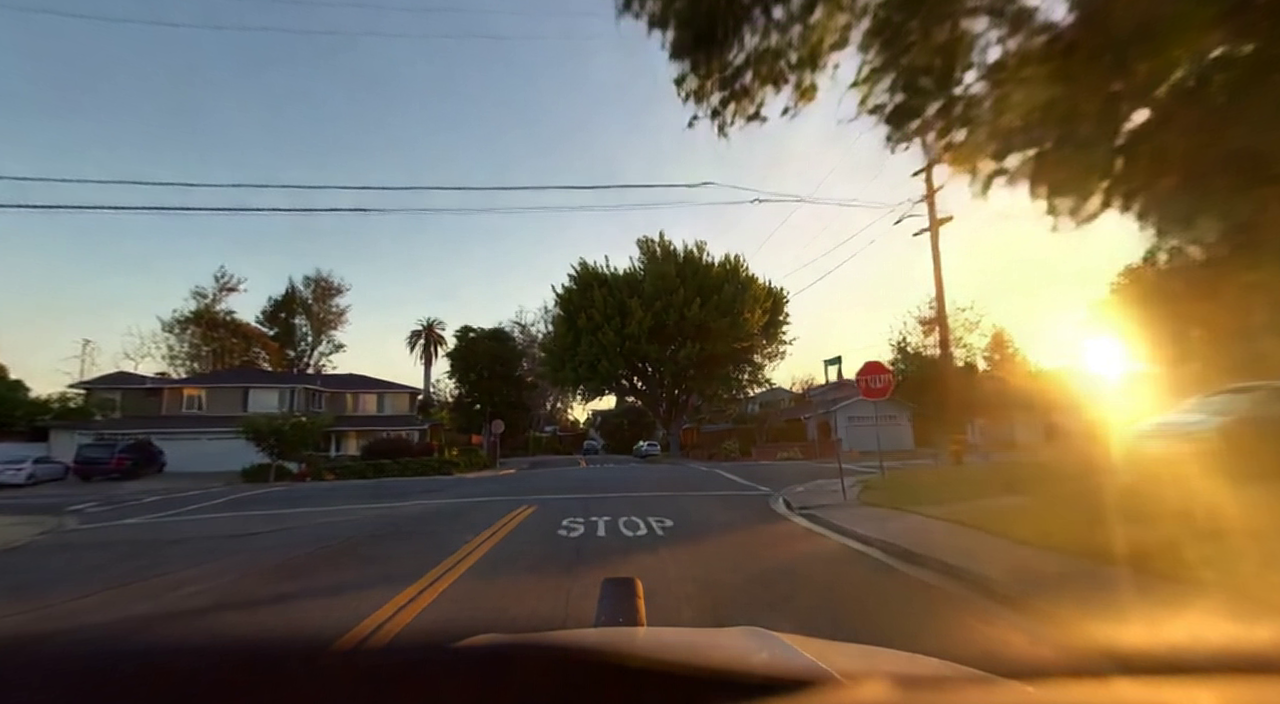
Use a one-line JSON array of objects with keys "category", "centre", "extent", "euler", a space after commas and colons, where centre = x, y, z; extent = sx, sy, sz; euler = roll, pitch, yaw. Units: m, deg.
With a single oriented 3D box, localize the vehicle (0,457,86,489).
[{"category": "vehicle", "centre": [-28.535, 5.702, 30.000], "extent": [1.864, 1.337, 3.943], "euler": [3, -9, -19]}]
